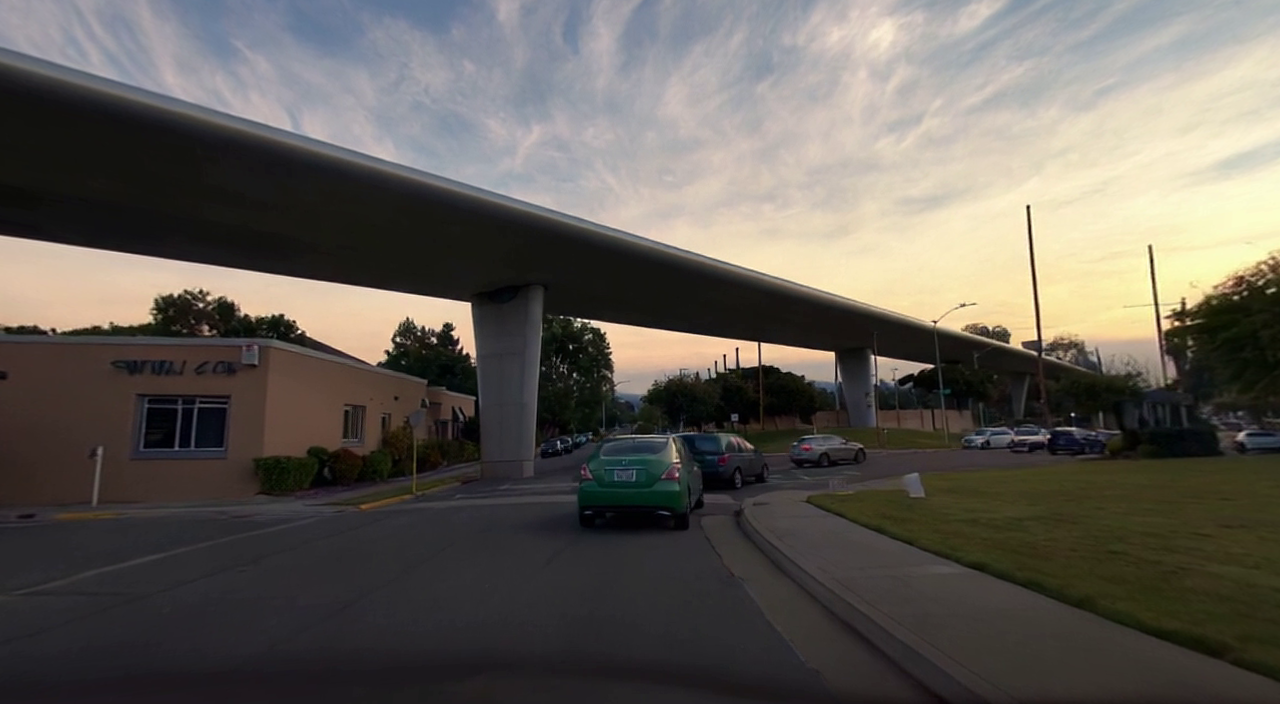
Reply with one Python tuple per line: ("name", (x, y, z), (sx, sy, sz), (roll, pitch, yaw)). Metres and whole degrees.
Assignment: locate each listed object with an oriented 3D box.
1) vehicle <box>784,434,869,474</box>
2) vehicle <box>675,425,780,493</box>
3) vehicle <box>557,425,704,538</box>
("vehicle", (8.987, 4.844, 30.303), (4.310, 1.762, 1.995), (8, -12, -44))
("vehicle", (2.968, 3.399, 20.456), (2.241, 1.885, 4.771), (-3, -9, 21))
("vehicle", (-0.013, 2.197, 11.390), (2.087, 1.578, 4.652), (-1, -8, 3))
